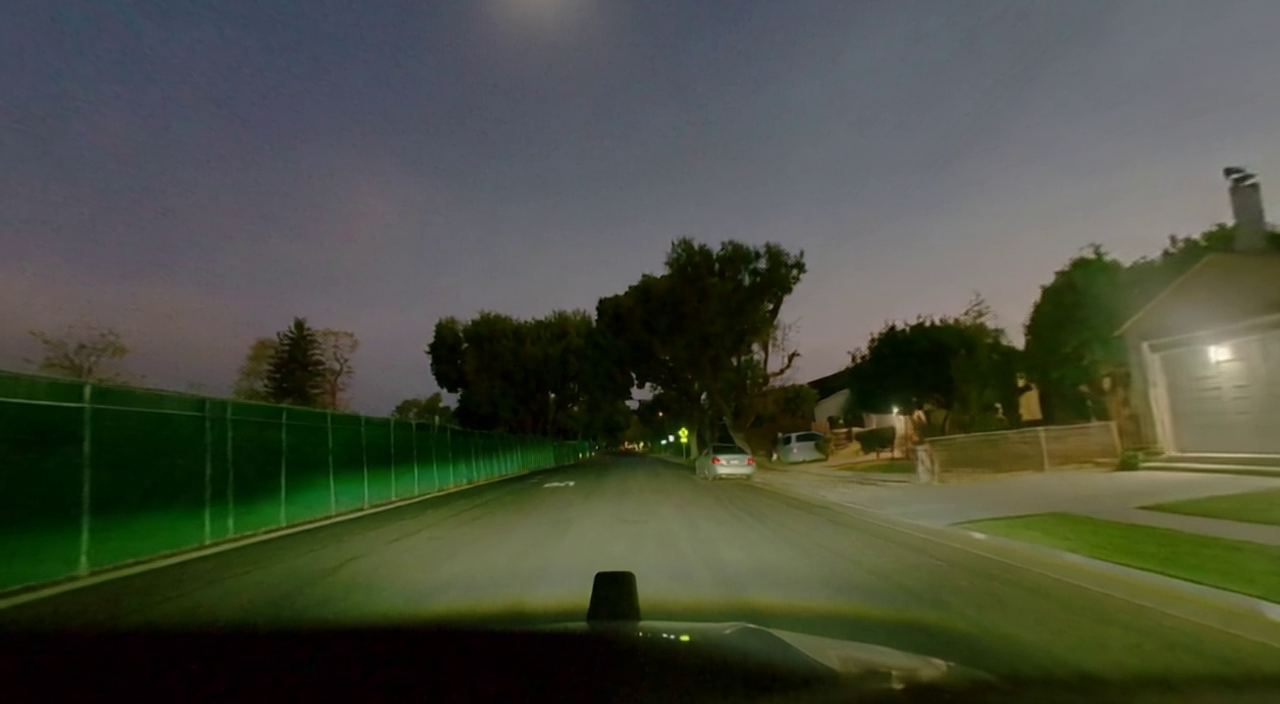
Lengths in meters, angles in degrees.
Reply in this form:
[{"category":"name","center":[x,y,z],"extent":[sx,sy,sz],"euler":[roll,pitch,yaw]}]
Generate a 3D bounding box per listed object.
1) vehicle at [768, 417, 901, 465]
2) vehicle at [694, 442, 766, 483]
[{"category":"vehicle","center":[9.787,4.572,32.261],"extent":[5.935,1.911,2.236],"euler":[-4,-10,0]},{"category":"vehicle","center":[3.601,4.508,26.212],"extent":[2.051,1.524,5.047],"euler":[0,-8,-2]}]
